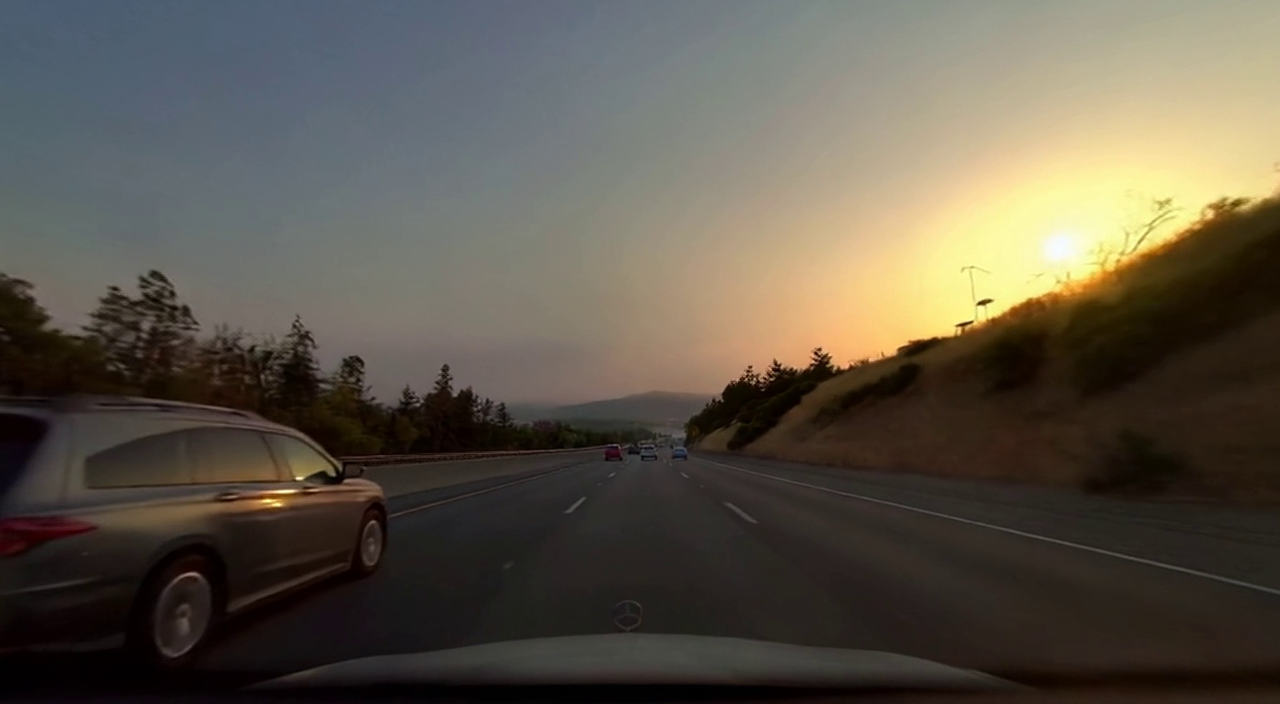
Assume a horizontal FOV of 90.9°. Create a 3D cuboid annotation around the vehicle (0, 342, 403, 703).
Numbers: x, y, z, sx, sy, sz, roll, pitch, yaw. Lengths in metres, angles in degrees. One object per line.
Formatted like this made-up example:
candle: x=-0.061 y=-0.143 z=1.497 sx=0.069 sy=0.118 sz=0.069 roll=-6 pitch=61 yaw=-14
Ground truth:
vehicle: x=-3.298 y=1.064 z=3.785 sx=2.043 sy=1.689 sz=4.314 roll=0 pitch=-9 yaw=0
